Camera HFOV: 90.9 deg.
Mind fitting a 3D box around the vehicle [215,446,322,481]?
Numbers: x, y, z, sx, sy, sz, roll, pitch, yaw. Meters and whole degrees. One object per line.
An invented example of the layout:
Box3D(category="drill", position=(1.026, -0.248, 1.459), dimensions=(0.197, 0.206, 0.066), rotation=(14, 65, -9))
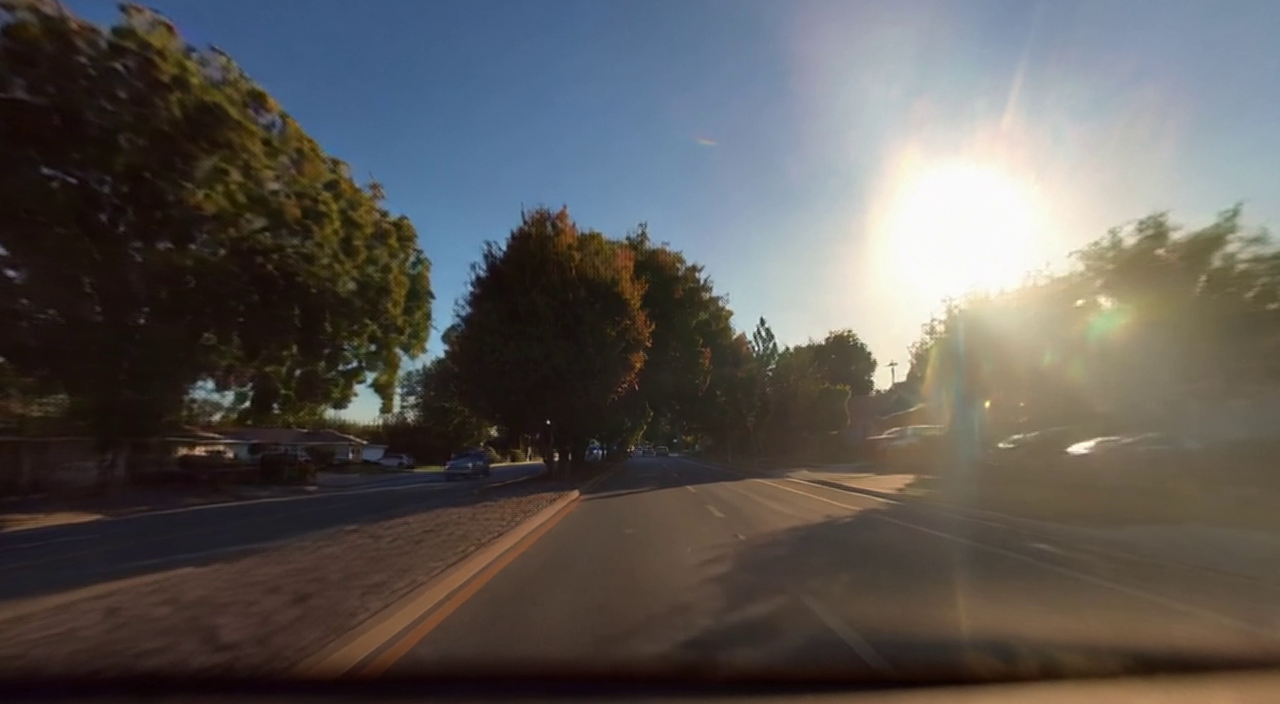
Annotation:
Box3D(category="vehicle", position=(-24.185, 7.231, 41.165), dimensions=(5.636, 1.965, 2.262), rotation=(-2, -7, 1))

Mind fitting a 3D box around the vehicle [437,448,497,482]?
Box3D(category="vehicle", position=(-9.462, 6.206, 34.886), dimensions=(2.009, 1.709, 4.664), rotation=(-1, -9, 0))
